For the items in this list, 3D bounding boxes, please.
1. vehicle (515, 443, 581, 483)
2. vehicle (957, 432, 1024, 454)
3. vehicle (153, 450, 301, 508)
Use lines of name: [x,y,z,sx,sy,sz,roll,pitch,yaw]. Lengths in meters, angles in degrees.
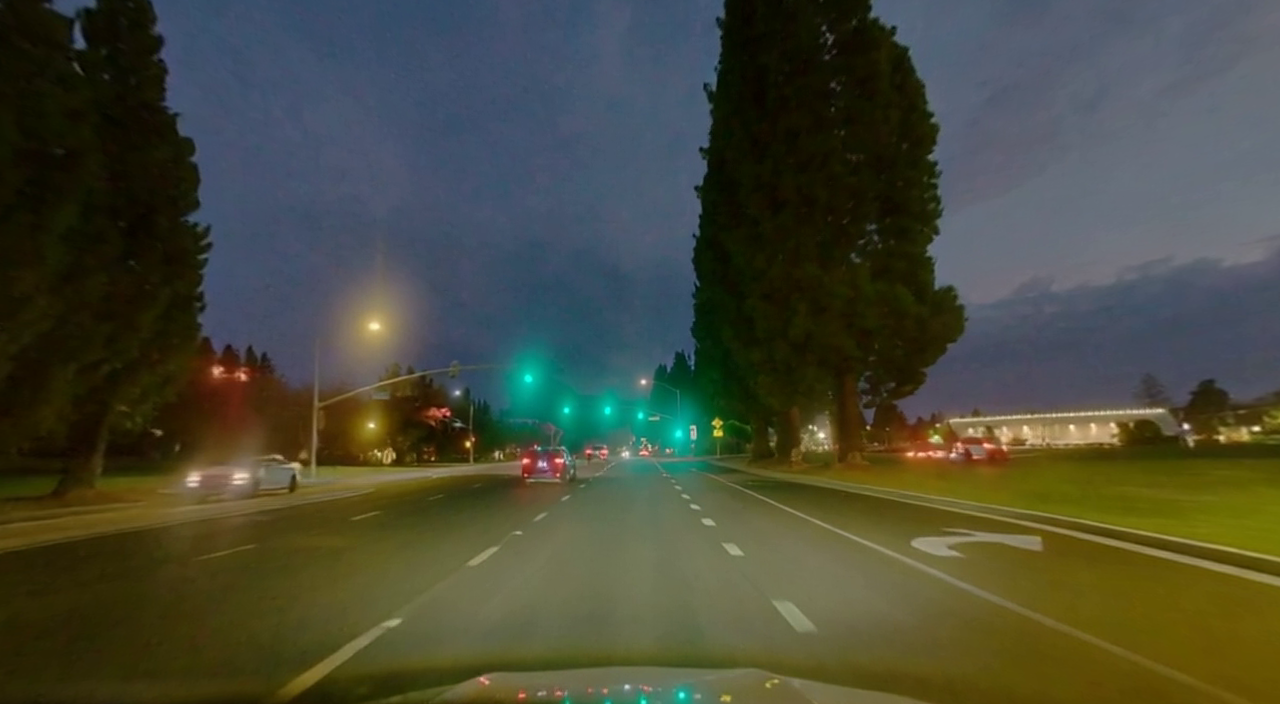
vehicle: [-3.564,4.379,25.268,1.932,1.431,4.144,0,-9,1]
vehicle: [27.183,7.071,49.151,4.031,1.620,1.885,-1,-9,8]
vehicle: [-14.589,4.466,22.769,2.070,1.782,4.735,0,-9,1]
